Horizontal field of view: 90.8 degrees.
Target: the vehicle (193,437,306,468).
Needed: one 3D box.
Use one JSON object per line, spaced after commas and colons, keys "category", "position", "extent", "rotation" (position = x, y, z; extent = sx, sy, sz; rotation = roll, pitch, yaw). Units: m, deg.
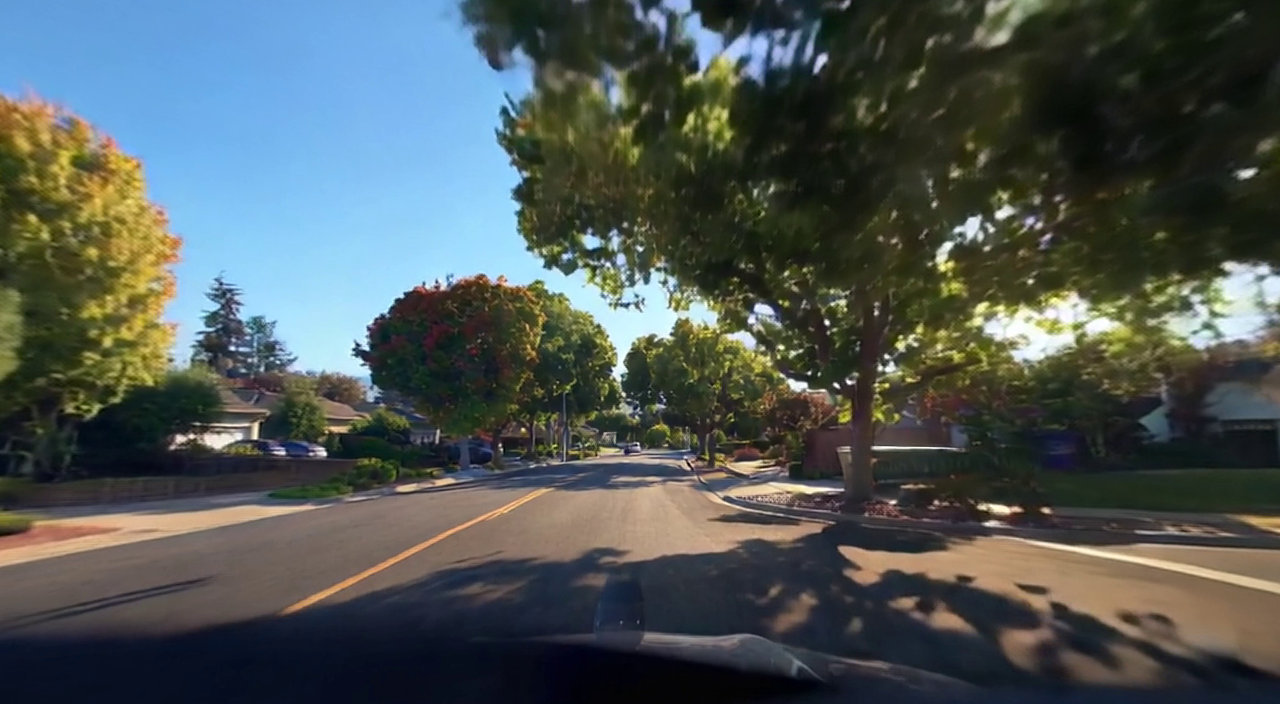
{"category": "vehicle", "position": [-19.648, 5.088, 31.970], "extent": [4.373, 1.464, 1.917], "rotation": [2, -10, -13]}
